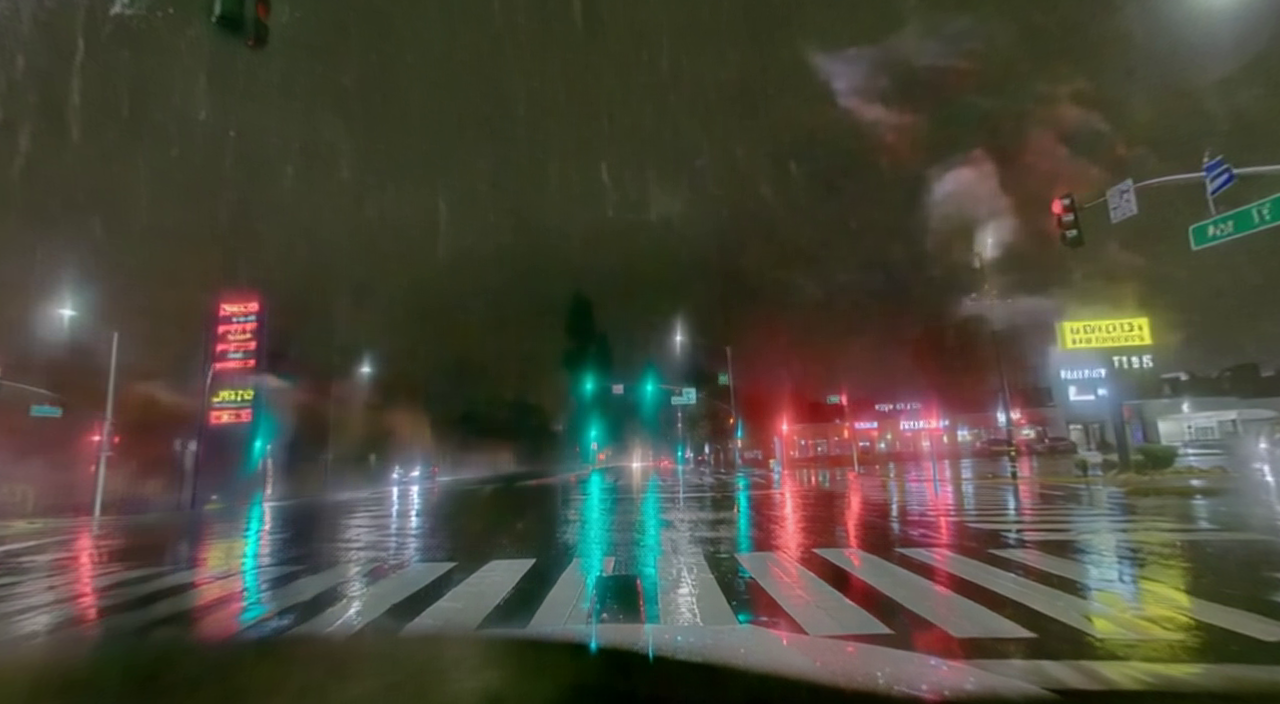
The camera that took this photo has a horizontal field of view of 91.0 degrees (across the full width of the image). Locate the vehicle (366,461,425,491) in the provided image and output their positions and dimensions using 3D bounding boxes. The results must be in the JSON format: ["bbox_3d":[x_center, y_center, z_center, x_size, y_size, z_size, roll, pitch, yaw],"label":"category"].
[{"bbox_3d":[-19.219,9.735,49.763,2.227,2.033,5.614,0,-9,2],"label":"vehicle"}]

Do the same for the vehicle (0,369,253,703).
[{"bbox_3d":[-3.418,0.754,1.393,2.081,1.644,4.523,0,-9,3],"label":"vehicle"}]

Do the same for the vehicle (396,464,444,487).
[{"bbox_3d":[-15.751,8.854,45.284,1.931,1.471,4.152,0,-9,0],"label":"vehicle"}]
